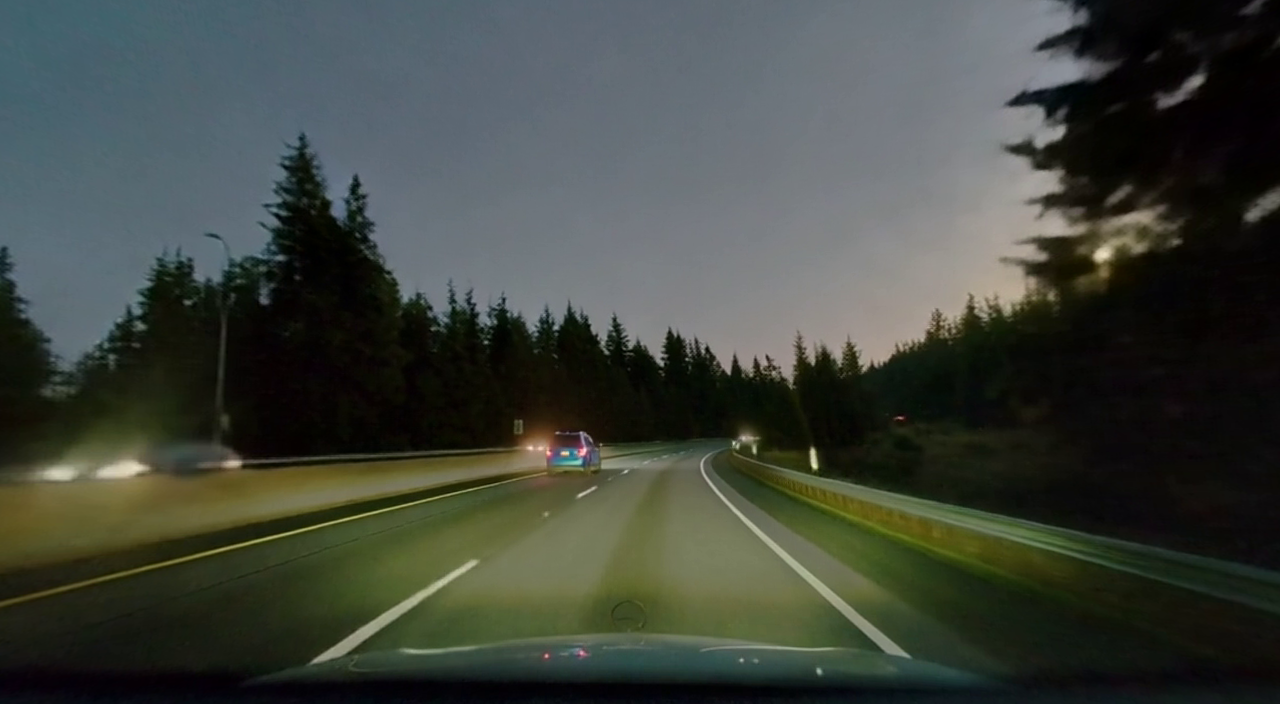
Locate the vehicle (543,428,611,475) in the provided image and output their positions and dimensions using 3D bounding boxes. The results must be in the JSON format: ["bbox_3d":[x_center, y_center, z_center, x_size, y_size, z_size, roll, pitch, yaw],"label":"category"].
[{"bbox_3d":[-2.504,4.107,26.115,2.005,1.752,4.479,-1,-8,5],"label":"vehicle"}]

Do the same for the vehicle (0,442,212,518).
[{"bbox_3d":[-12.709,2.922,15.015,1.916,1.506,4.401,-1,-8,1],"label":"vehicle"}]
